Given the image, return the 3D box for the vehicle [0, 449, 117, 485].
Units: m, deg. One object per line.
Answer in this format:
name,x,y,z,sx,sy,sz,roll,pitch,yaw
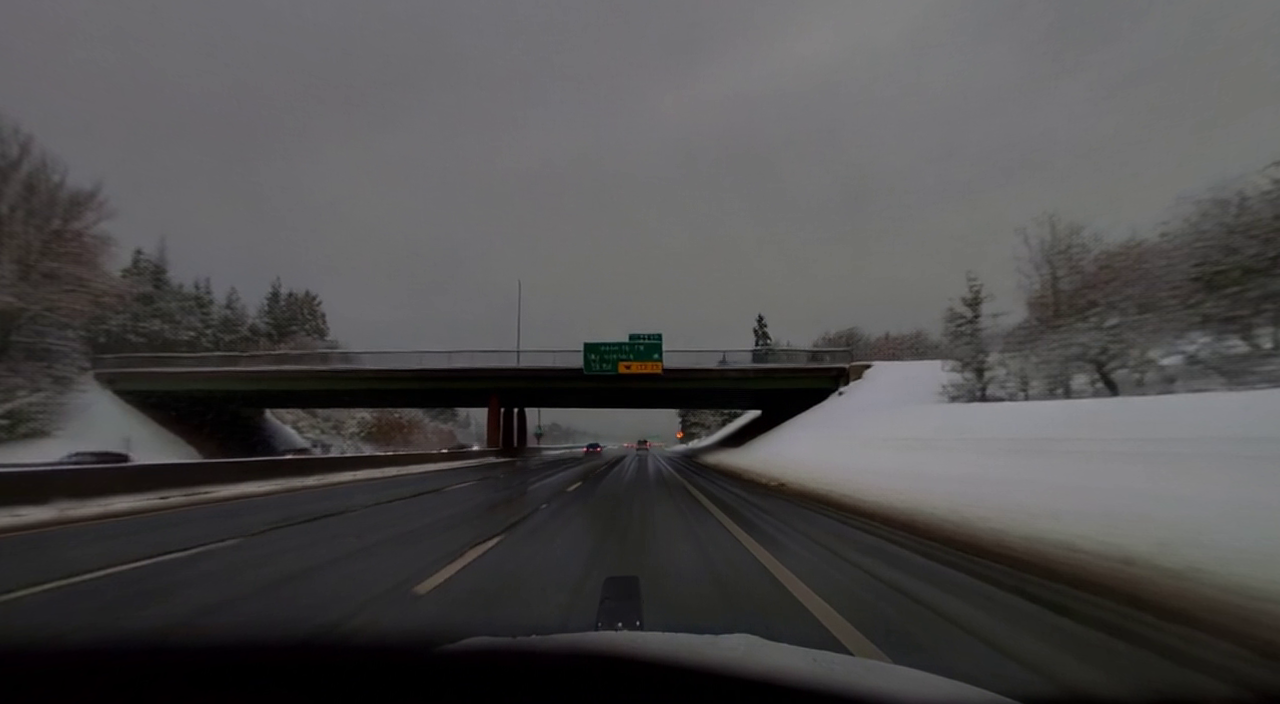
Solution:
vehicle,-28.900,5.628,31.182,1.912,1.552,4.718,0,-8,1
